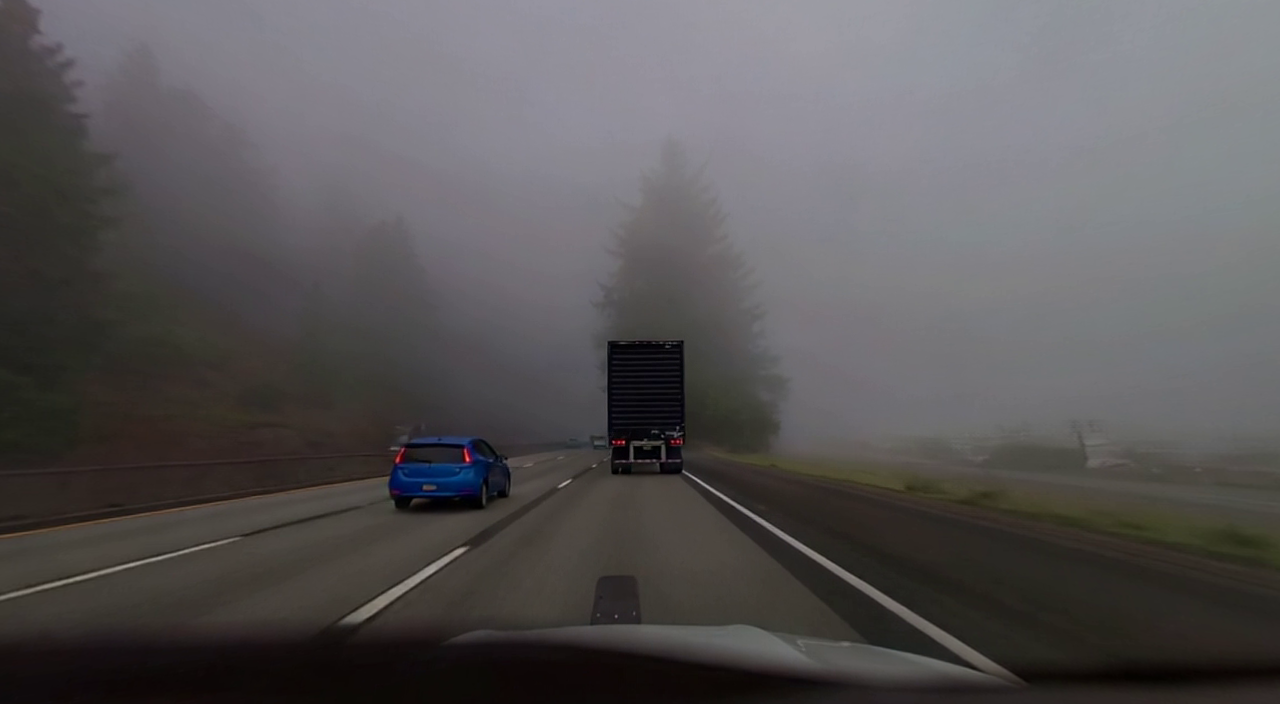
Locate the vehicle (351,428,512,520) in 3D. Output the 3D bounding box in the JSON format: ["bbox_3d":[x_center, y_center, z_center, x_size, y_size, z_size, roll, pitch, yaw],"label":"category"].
[{"bbox_3d":[-3.962,2.380,12.834,1.854,1.530,4.268,0,-8,-1],"label":"vehicle"}]

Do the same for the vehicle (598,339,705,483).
[{"bbox_3d":[0.218,2.443,23.651,3.073,4.196,10.546,0,-8,-1],"label":"vehicle"}]
